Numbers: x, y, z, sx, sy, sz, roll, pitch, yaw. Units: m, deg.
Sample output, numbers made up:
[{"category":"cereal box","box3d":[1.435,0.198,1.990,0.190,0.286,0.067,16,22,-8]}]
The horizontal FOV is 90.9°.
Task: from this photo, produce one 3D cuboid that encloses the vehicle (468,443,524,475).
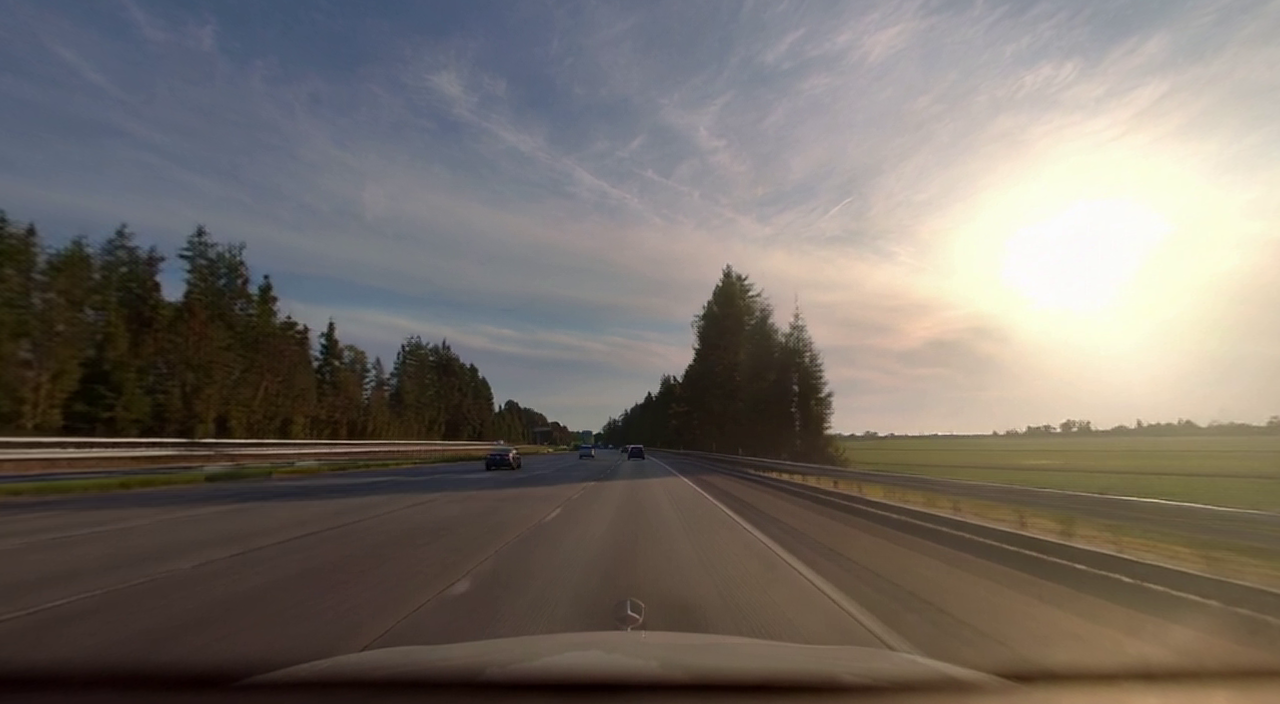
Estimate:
[{"category":"vehicle","box3d":[-7.514,5.614,33.334,1.972,1.603,3.891,0,-8,1]}]
